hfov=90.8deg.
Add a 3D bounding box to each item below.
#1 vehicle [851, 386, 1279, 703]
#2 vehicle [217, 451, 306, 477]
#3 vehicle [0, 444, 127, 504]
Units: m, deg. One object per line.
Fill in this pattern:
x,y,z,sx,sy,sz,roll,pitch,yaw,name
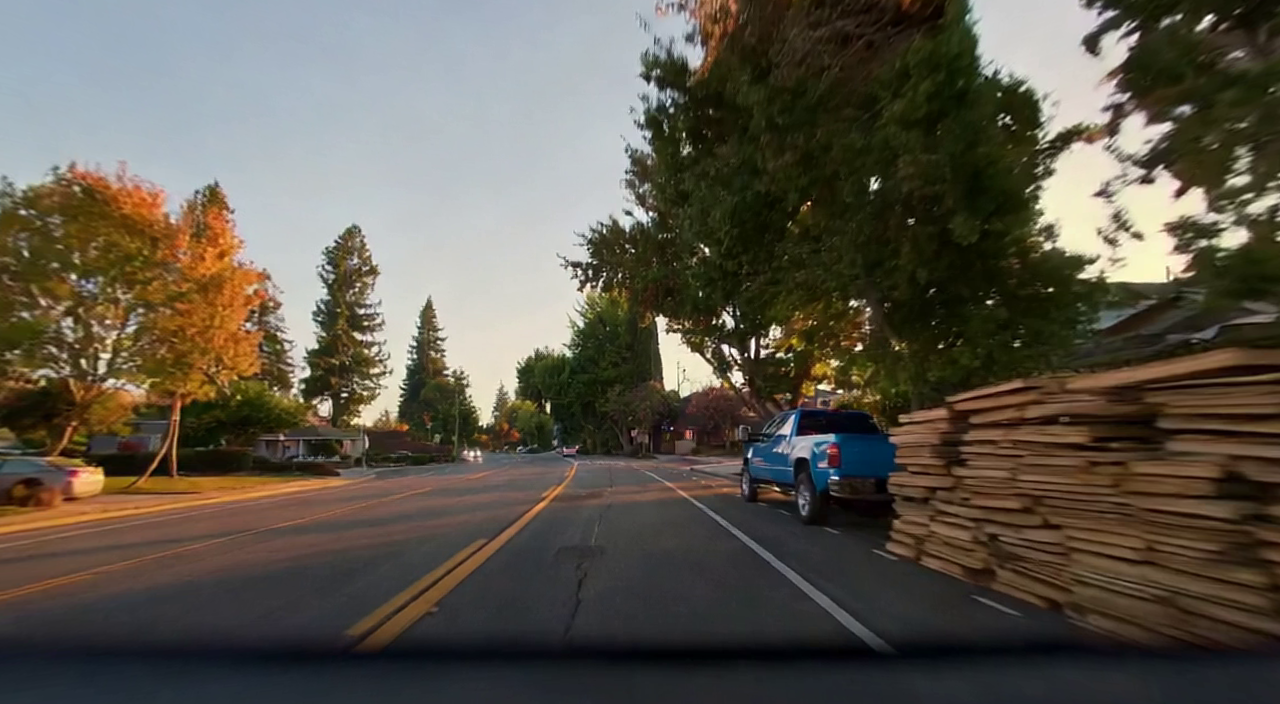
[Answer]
4.369,1.529,6.149,2.516,1.780,6.333,0,-9,1,vehicle
-27.823,8.248,46.608,5.067,1.792,2.217,2,-9,-11,vehicle
-19.773,3.860,20.241,4.739,1.794,1.990,1,-8,-4,vehicle
